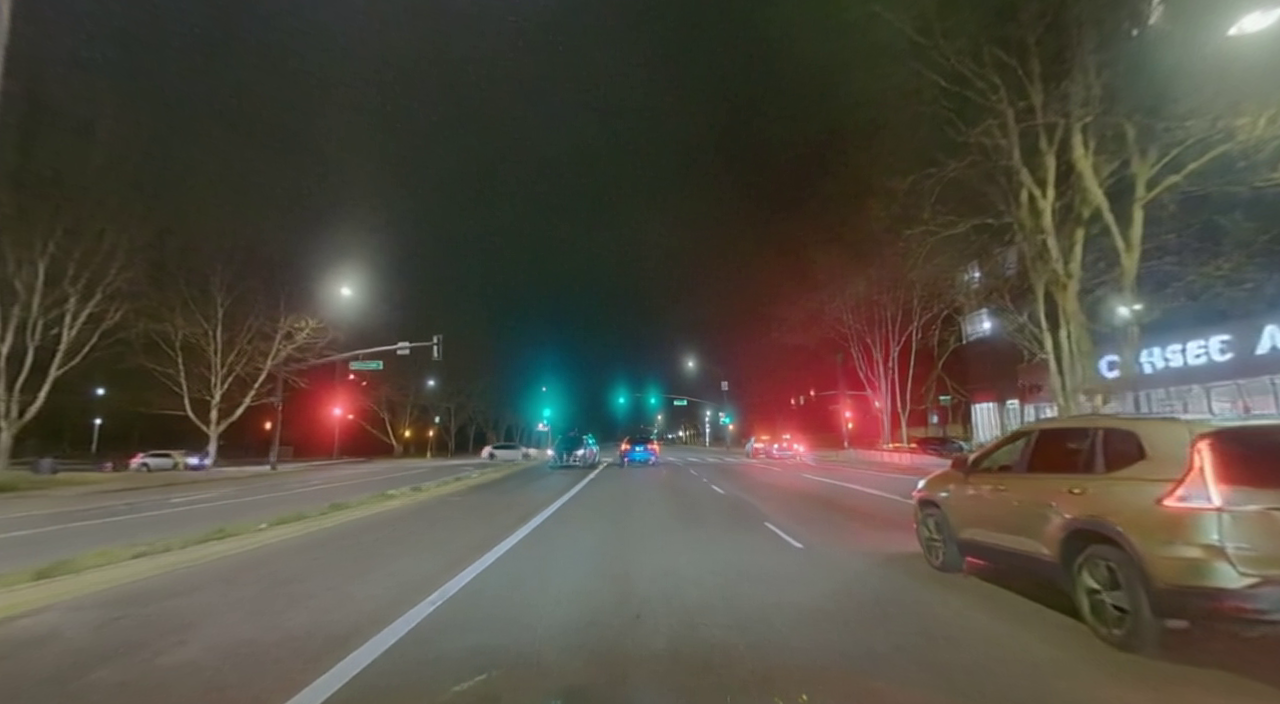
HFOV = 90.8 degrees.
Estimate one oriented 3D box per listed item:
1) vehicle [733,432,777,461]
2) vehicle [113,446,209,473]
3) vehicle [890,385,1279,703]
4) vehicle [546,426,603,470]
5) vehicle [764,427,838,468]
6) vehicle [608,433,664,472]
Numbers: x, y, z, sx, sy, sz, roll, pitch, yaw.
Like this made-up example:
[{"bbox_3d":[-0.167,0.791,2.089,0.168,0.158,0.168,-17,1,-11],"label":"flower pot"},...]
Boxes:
[{"bbox_3d":[7.099,5.899,39.521,1.894,1.693,4.110,0,-8,-1],"label":"vehicle"},{"bbox_3d":[-30.549,6.855,40.461,4.561,1.588,1.832,5,-10,-29],"label":"vehicle"},{"bbox_3d":[3.710,1.162,4.650,1.861,1.473,4.393,0,-8,-1],"label":"vehicle"},{"bbox_3d":[-2.867,4.355,28.802,2.064,1.825,4.760,0,-8,1],"label":"vehicle"},{"bbox_3d":[7.291,4.406,29.164,2.068,1.731,4.752,0,-8,-1],"label":"vehicle"},{"bbox_3d":[-0.143,4.082,25.819,2.097,1.480,4.006,0,-8,0],"label":"vehicle"}]
